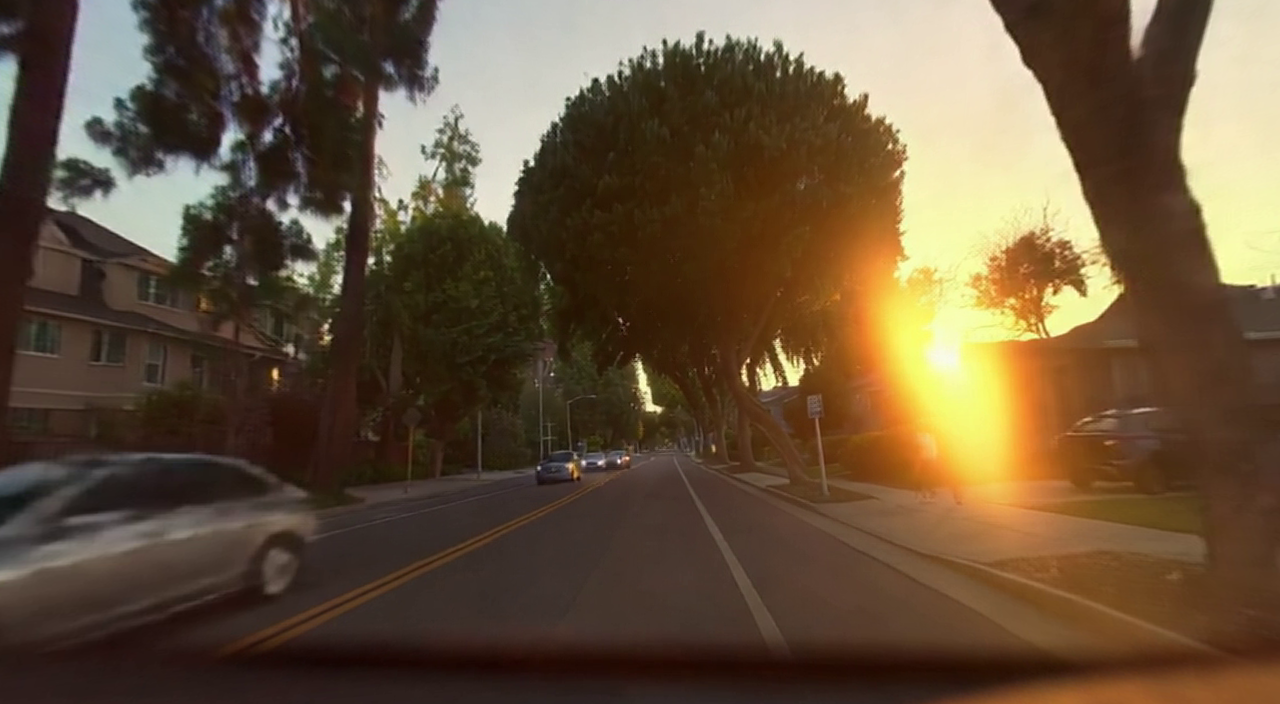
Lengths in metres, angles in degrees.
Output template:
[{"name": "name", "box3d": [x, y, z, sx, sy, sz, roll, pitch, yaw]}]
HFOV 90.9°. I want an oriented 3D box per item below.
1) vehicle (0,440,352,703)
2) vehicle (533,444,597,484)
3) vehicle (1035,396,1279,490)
[{"name": "vehicle", "box3d": [-4.393, 1.483, 5.157, 1.906, 1.498, 4.222, 0, -8, 3]}, {"name": "vehicle", "box3d": [-3.417, 5.209, 29.699, 2.167, 1.691, 4.755, 0, -8, 3]}, {"name": "vehicle", "box3d": [11.974, 2.038, 14.209, 4.665, 1.944, 2.092, 0, -8, 1]}]
